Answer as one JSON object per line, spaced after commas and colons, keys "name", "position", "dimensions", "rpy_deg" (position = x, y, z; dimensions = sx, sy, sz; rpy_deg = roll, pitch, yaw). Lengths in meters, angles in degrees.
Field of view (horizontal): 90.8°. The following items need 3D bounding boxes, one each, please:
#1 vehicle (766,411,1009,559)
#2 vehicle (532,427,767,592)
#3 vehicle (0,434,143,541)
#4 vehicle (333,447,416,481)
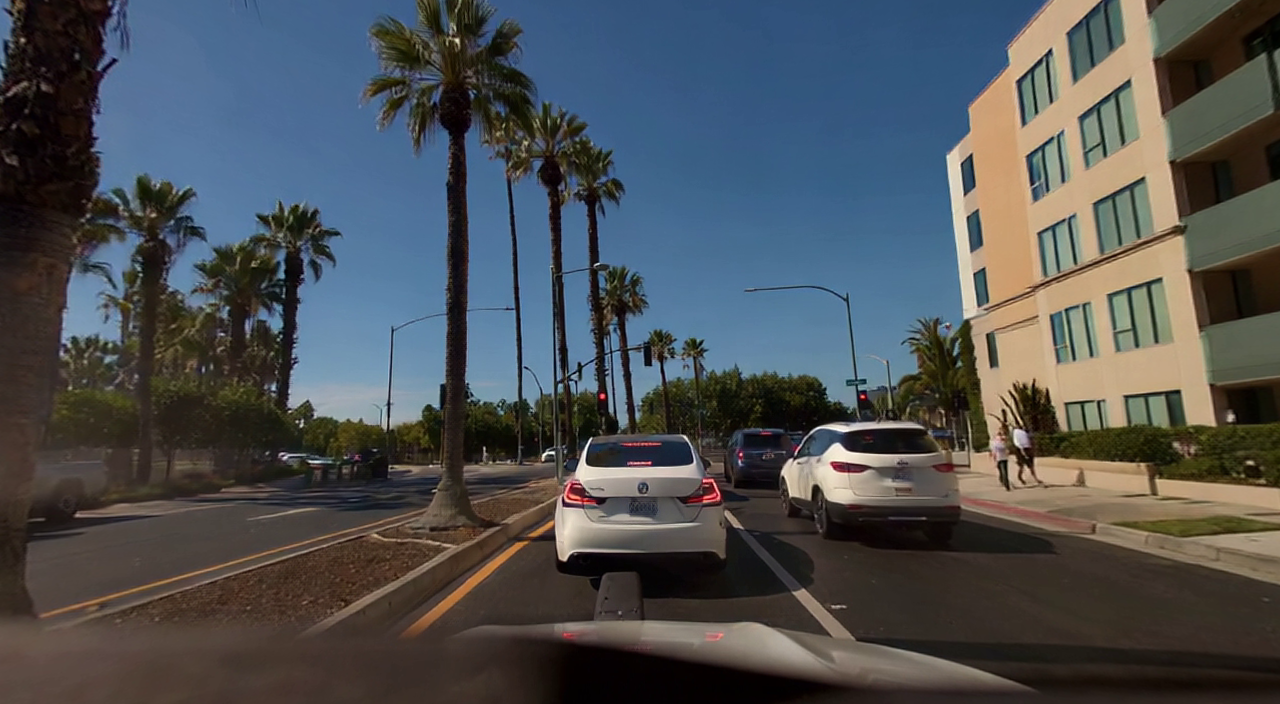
{"name": "vehicle", "position": [3.361, 1.894, 9.693], "dimensions": [2.003, 1.733, 4.319], "rpy_deg": [0, -8, 1]}
{"name": "vehicle", "position": [0.133, 1.711, 7.701], "dimensions": [2.088, 1.452, 3.993], "rpy_deg": [-1, -8, 1]}
{"name": "vehicle", "position": [-13.051, 2.716, 12.283], "dimensions": [2.240, 1.964, 5.707], "rpy_deg": [-6, -8, 0]}
{"name": "vehicle", "position": [-13.163, 5.566, 31.719], "dimensions": [1.965, 1.507, 4.725], "rpy_deg": [-1, -8, 2]}
